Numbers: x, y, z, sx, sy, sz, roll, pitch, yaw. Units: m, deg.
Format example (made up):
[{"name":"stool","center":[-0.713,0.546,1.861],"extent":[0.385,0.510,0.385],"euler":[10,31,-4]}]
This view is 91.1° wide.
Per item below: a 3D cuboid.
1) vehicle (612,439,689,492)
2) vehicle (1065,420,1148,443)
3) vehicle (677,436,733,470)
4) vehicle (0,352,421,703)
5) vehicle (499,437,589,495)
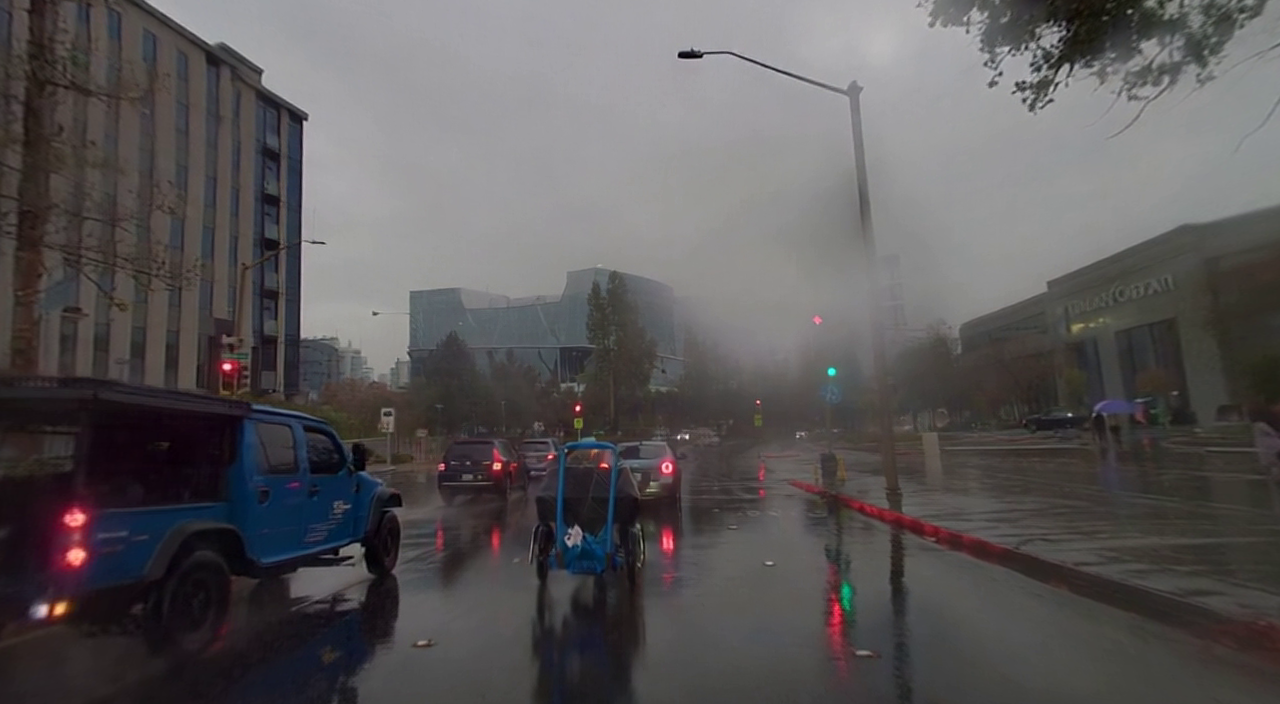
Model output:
[{"name":"vehicle","center":[0.434,3.498,19.739],"extent":[2.025,1.458,4.085],"euler":[-1,-8,6]},{"name":"vehicle","center":[30.732,5.282,41.432],"extent":[1.751,1.420,4.027],"euler":[8,-12,-42]},{"name":"vehicle","center":[3.529,5.367,33.458],"extent":[2.082,1.671,3.992],"euler":[-3,-9,20]},{"name":"vehicle","center":[-3.586,1.225,5.042],"extent":[2.000,1.809,4.405],"euler":[0,-8,1]},{"name":"vehicle","center":[-2.903,3.549,19.866],"extent":[1.935,1.615,4.073],"euler":[-1,-8,4]}]
